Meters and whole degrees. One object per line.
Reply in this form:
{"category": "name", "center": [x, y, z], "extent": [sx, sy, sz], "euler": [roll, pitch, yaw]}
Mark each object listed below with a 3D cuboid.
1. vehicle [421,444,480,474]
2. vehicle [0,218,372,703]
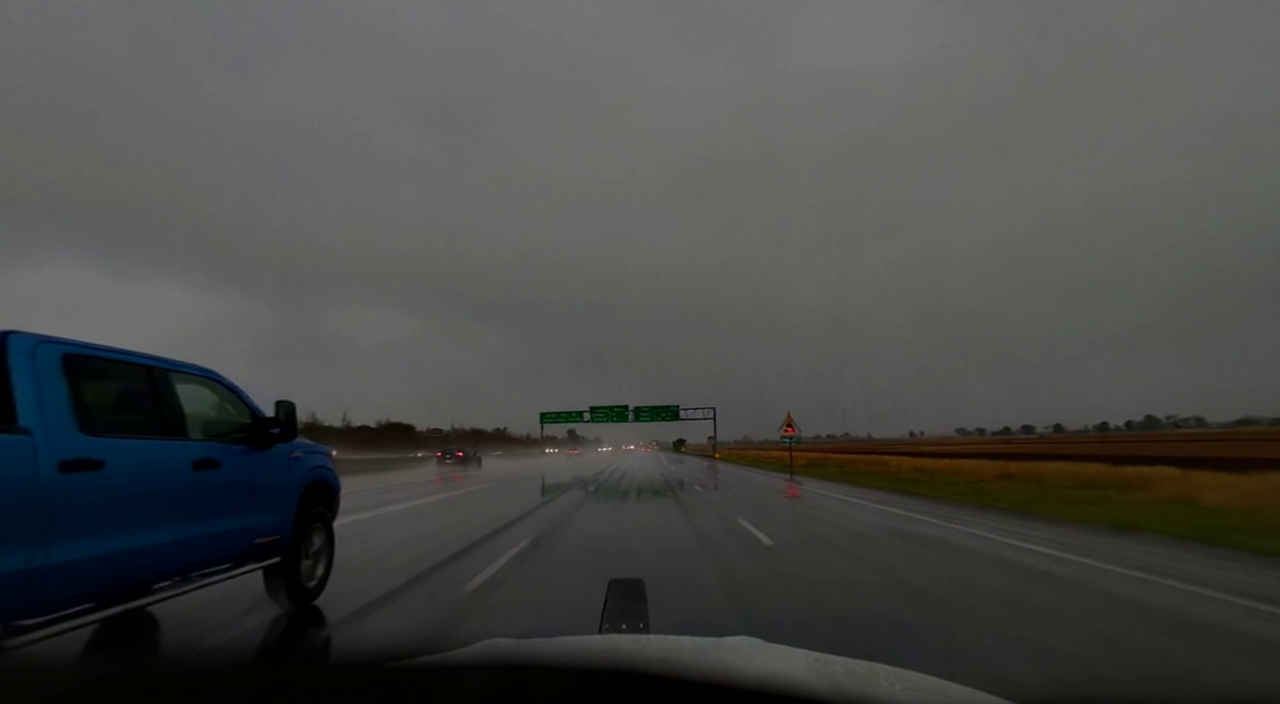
{"category": "vehicle", "center": [-10.892, 6.160, 36.584], "extent": [1.957, 1.565, 4.311], "euler": [0, -8, 1]}
{"category": "vehicle", "center": [-3.644, 0.560, 2.279], "extent": [2.601, 2.084, 6.068], "euler": [0, -8, 1]}
